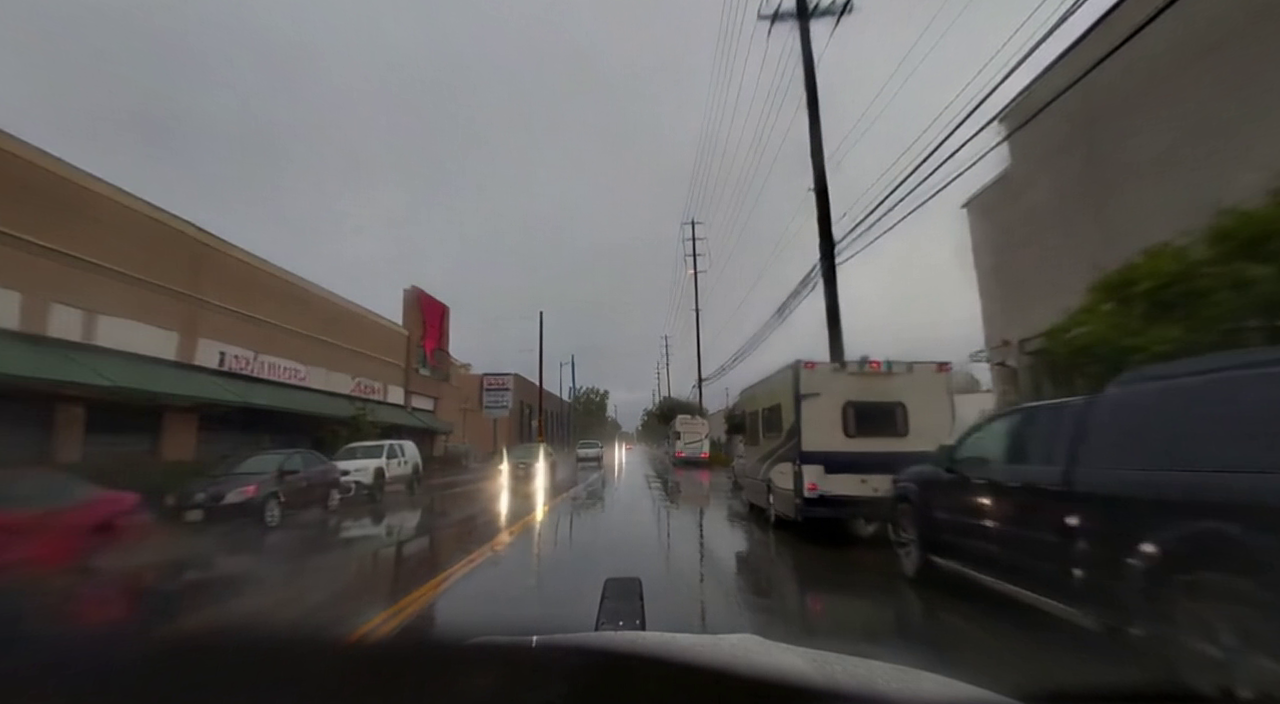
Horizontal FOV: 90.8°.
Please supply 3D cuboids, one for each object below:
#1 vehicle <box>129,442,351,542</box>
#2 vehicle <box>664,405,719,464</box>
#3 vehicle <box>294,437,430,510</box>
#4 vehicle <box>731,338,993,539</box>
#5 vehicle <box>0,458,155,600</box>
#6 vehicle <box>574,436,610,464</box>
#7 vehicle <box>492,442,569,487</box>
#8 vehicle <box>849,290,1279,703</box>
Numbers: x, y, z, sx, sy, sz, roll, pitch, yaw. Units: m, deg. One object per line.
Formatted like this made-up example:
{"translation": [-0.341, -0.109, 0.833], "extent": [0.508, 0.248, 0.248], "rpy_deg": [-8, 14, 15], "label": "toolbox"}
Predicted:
{"translation": [-7.966, 2.759, 13.212], "extent": [1.903, 1.710, 4.322], "rpy_deg": [0, -8, -2], "label": "vehicle"}
{"translation": [3.787, 6.541, 48.890], "extent": [3.029, 3.860, 7.726], "rpy_deg": [-4, -10, -3], "label": "vehicle"}
{"translation": [-7.940, 3.479, 18.669], "extent": [2.001, 1.830, 4.735], "rpy_deg": [0, -8, -2], "label": "vehicle"}
{"translation": [3.720, 1.722, 12.555], "extent": [2.880, 2.959, 6.375], "rpy_deg": [0, -8, 1], "label": "vehicle"}
{"translation": [-7.778, 1.941, 6.834], "extent": [1.759, 1.461, 4.308], "rpy_deg": [0, -8, -2], "label": "vehicle"}
{"translation": [-3.652, 7.523, 48.635], "extent": [2.307, 1.998, 4.734], "rpy_deg": [0, -8, 1], "label": "vehicle"}
{"translation": [-3.924, 4.116, 23.490], "extent": [1.966, 1.482, 4.473], "rpy_deg": [0, -8, 1], "label": "vehicle"}
{"translation": [3.658, 1.016, 4.480], "extent": [2.218, 1.956, 5.916], "rpy_deg": [0, -8, -1], "label": "vehicle"}
